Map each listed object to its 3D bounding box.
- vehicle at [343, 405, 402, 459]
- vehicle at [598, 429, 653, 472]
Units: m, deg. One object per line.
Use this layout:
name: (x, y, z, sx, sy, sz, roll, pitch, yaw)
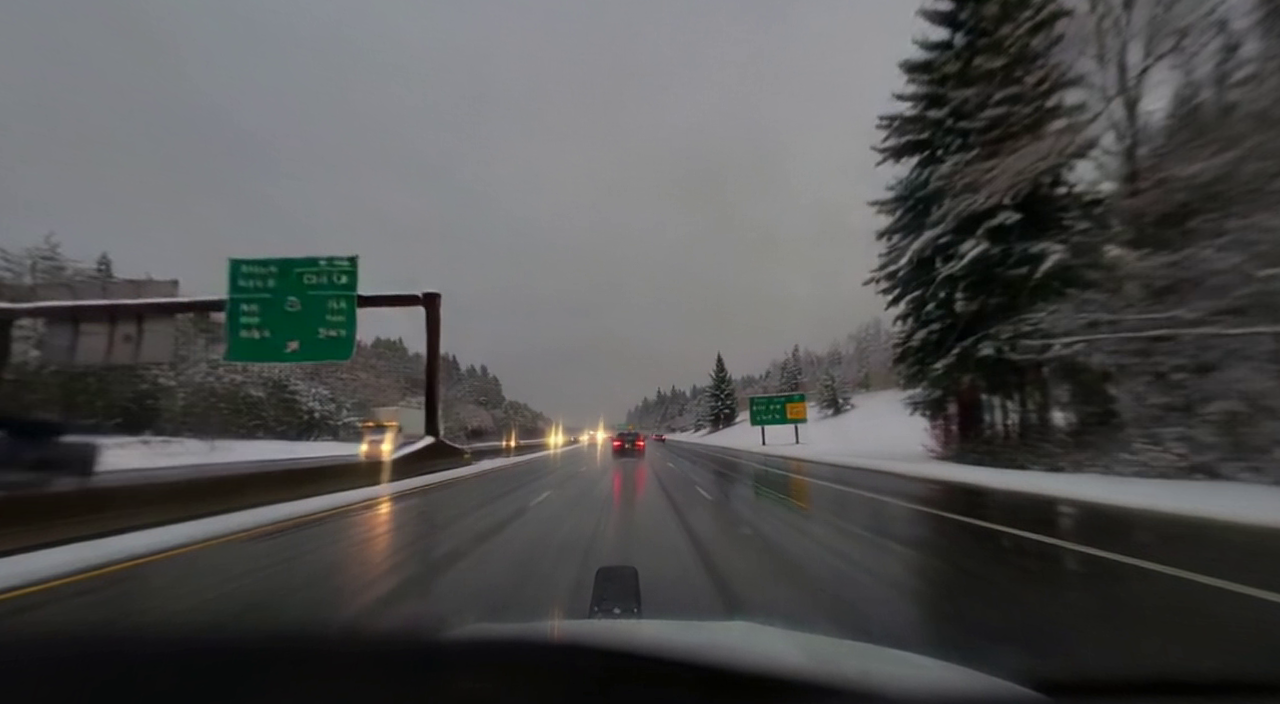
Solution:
vehicle: (-20.482, 6.164, 48.416, 2.961, 4.001, 3.172, 0, -8, 0)
vehicle: (-0.579, 3.979, 25.740, 2.094, 1.600, 3.666, 0, -8, -1)
